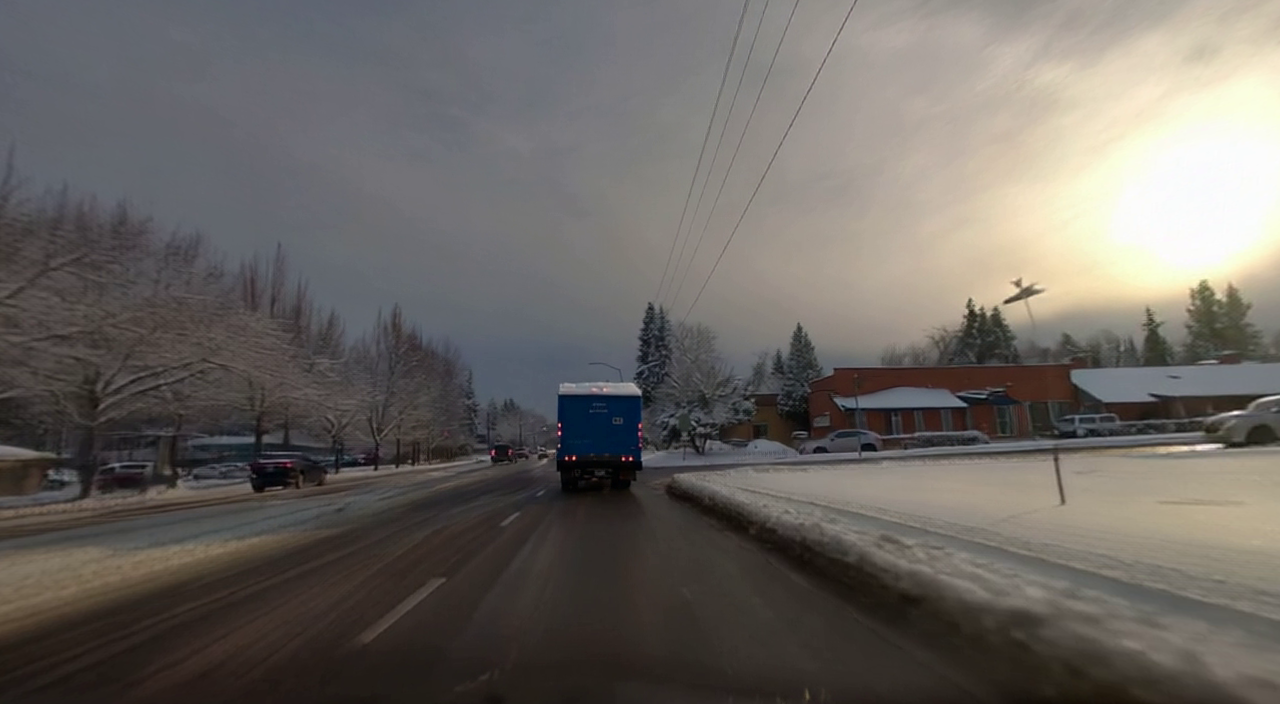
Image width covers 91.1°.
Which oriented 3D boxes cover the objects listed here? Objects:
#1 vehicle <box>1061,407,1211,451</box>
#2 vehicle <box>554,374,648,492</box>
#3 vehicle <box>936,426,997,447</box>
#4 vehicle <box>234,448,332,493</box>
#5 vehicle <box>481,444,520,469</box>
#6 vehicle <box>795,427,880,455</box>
[{"bbox_3d":[25.025,3.908,31.803,5.850,2.049,2.317,0,-8,-6],"label":"vehicle"},{"bbox_3d":[-1.545,3.182,24.095,2.905,3.644,8.807,1,-9,-5],"label":"vehicle"},{"bbox_3d":[23.578,6.136,45.401,3.537,1.393,1.581,1,-10,-6],"label":"vehicle"},{"bbox_3d":[-14.562,4.810,25.907,1.958,1.672,4.283,1,-9,-8],"label":"vehicle"},{"bbox_3d":[-10.330,7.781,46.818,2.095,1.759,4.433,0,-9,-3],"label":"vehicle"},{"bbox_3d":[11.523,5.222,36.813,4.321,1.579,1.823,1,-8,-4],"label":"vehicle"}]
